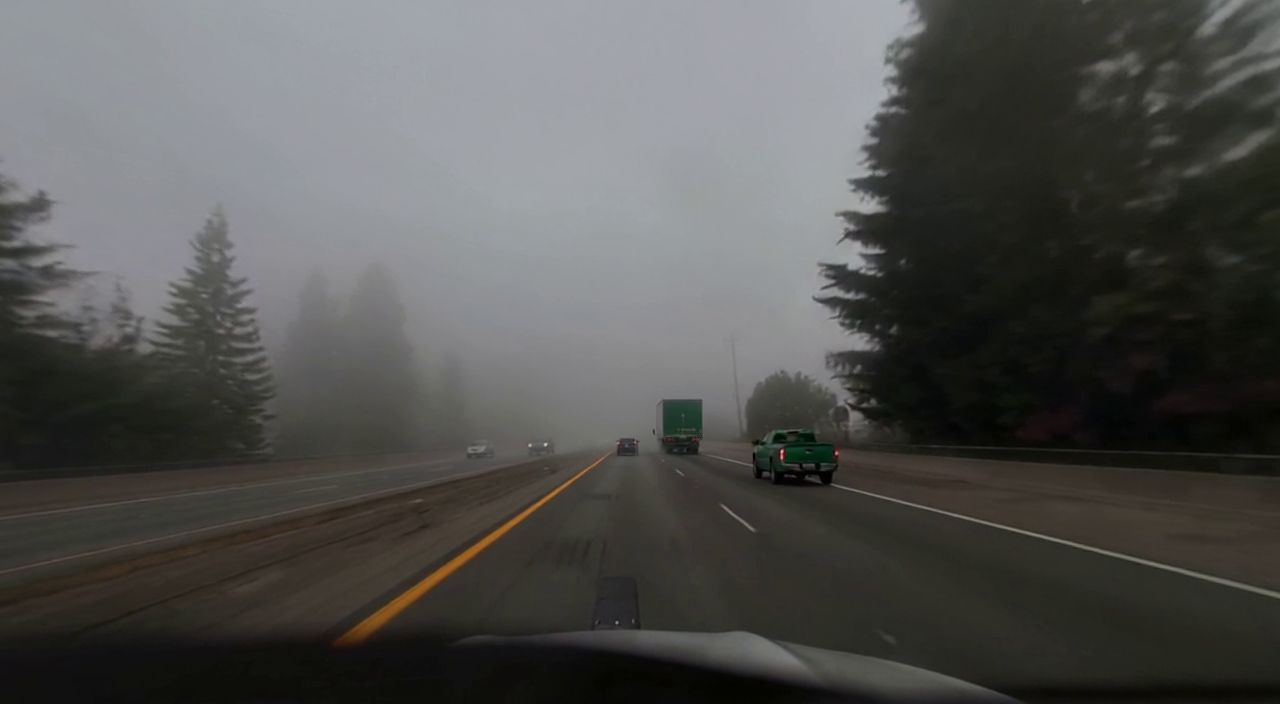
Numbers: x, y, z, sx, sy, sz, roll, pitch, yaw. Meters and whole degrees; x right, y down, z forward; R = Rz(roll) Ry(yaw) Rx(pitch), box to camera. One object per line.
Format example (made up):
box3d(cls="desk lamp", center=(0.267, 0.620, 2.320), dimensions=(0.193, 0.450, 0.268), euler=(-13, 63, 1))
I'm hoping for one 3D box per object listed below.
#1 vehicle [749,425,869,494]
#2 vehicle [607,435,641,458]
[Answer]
box3d(cls="vehicle", center=(4.231, 2.726, 16.474), dimensions=(1.930, 1.573, 3.853), euler=(0, -7, -2))
box3d(cls="vehicle", center=(-1.037, 6.276, 42.203), dimensions=(2.163, 1.466, 3.693), euler=(0, -7, -1))
